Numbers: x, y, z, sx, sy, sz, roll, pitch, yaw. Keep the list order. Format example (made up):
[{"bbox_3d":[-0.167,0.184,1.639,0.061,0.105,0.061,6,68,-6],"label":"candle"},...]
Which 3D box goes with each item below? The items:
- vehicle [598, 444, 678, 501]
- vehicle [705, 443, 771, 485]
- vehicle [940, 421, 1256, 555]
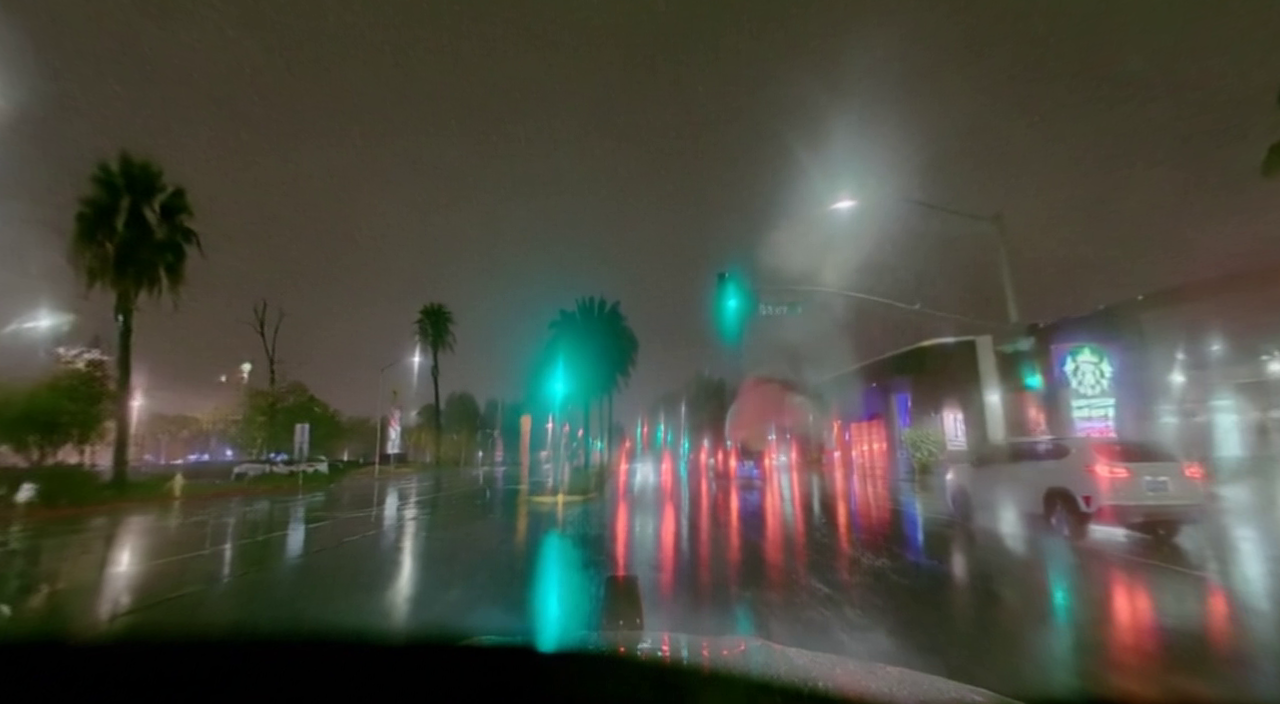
[{"bbox_3d":[-0.061,3.468,18.619,2.110,1.487,3.873,0,-8,0],"label":"vehicle"},{"bbox_3d":[3.887,4.508,25.708,1.892,1.532,4.177,0,-8,-1],"label":"vehicle"},{"bbox_3d":[6.849,2.043,10.174,1.940,1.674,4.085,0,-8,-1],"label":"vehicle"}]
